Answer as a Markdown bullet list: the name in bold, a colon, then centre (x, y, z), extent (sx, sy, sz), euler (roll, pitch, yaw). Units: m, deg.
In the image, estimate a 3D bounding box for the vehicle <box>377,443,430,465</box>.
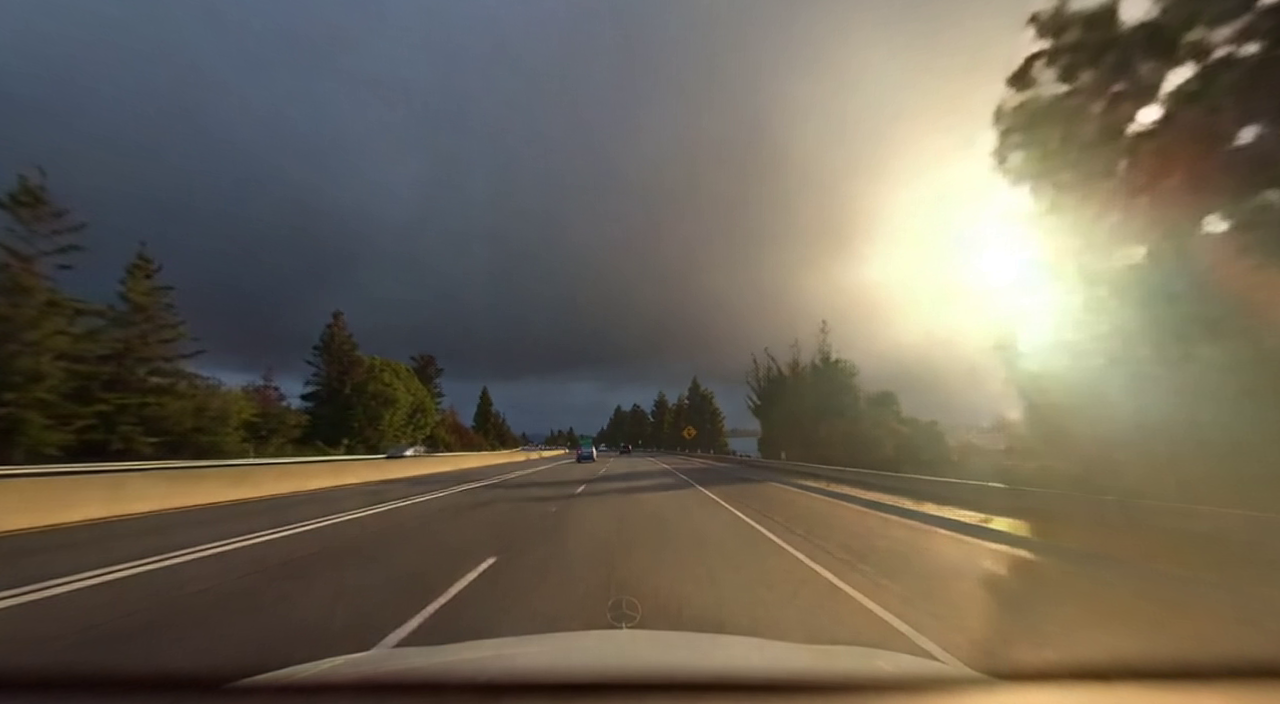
- **vehicle**: centre (-17.416, 7.522, 46.680), extent (2.081, 1.532, 4.784), euler (0, -9, -1)
